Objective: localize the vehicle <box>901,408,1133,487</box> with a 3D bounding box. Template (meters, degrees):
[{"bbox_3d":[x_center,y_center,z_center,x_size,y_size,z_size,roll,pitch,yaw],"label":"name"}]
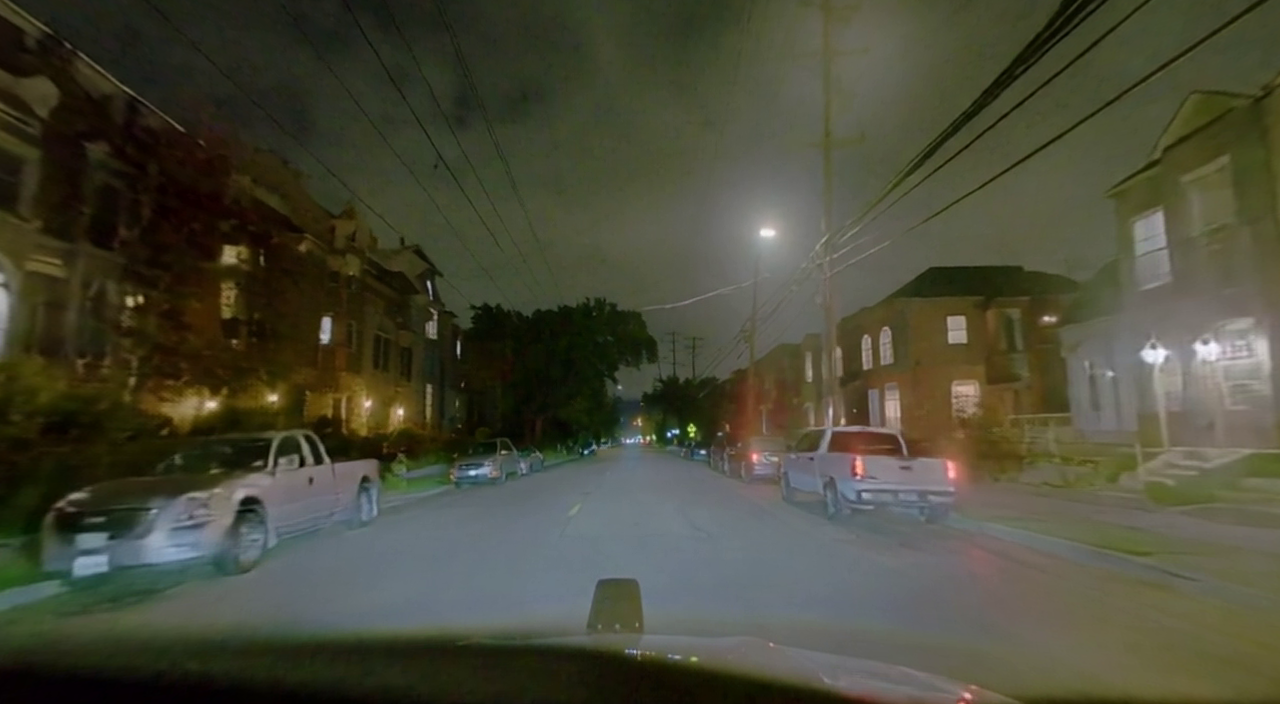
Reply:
[{"bbox_3d":[10.677,2.704,18.187,5.376,1.914,1.988,-2,-7,-3],"label":"vehicle"}]

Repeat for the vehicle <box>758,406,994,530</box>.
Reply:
[{"bbox_3d":[4.092,2.156,12.381,2.279,1.848,5.577,0,-8,-2],"label":"vehicle"}]

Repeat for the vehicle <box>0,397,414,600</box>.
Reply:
[{"bbox_3d":[-5.444,1.848,9.246,2.285,1.895,5.883,-3,-8,-1],"label":"vehicle"}]

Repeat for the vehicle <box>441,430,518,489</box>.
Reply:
[{"bbox_3d":[-5.789,3.883,23.312,2.046,1.825,4.627,-2,-7,-6],"label":"vehicle"}]
